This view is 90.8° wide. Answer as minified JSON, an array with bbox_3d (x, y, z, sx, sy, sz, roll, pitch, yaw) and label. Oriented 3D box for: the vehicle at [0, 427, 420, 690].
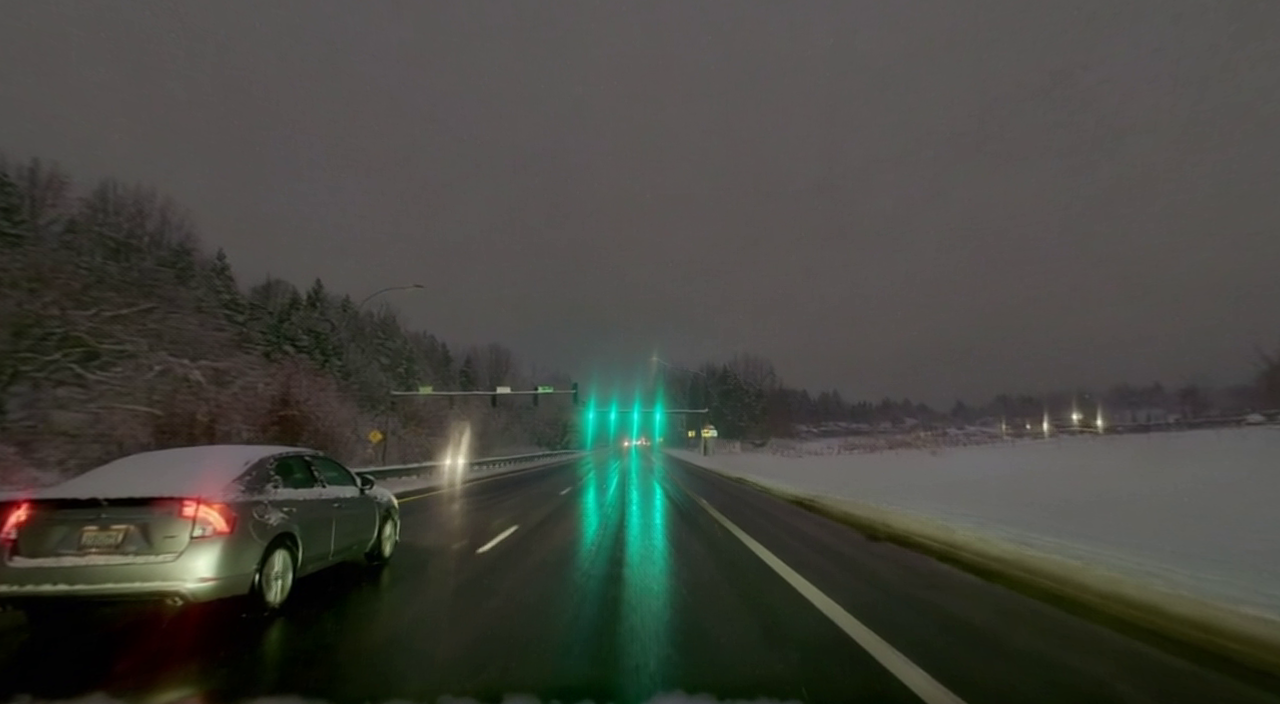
[{"bbox_3d":[-3.692,1.445,5.630,1.946,1.437,4.154,0,-8,0],"label":"vehicle"}]
